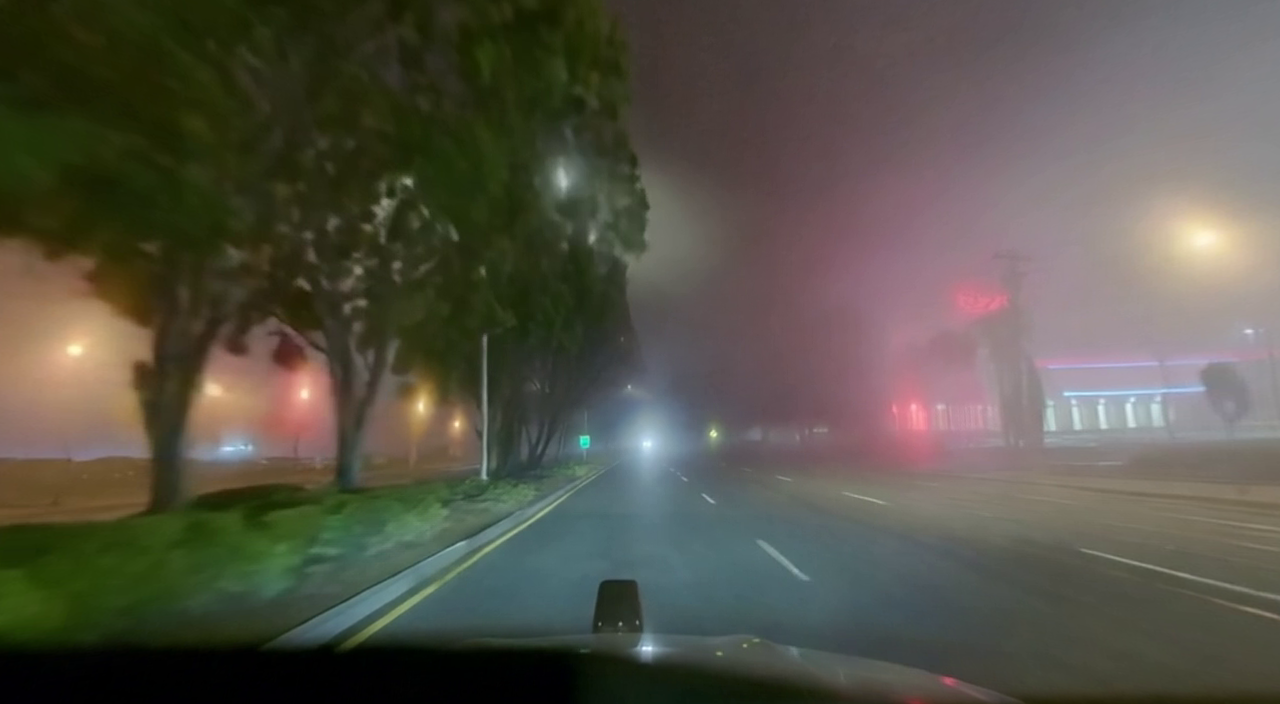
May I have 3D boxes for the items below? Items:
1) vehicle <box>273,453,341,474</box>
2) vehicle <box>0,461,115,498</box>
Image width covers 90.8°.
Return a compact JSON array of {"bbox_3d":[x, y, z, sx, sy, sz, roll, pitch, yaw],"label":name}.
[{"bbox_3d":[-25.241,8.462,48.098,4.296,1.406,1.920,3,-9,-20],"label":"vehicle"},{"bbox_3d":[-26.394,5.563,27.707,4.680,1.443,1.960,3,-9,-22],"label":"vehicle"}]
